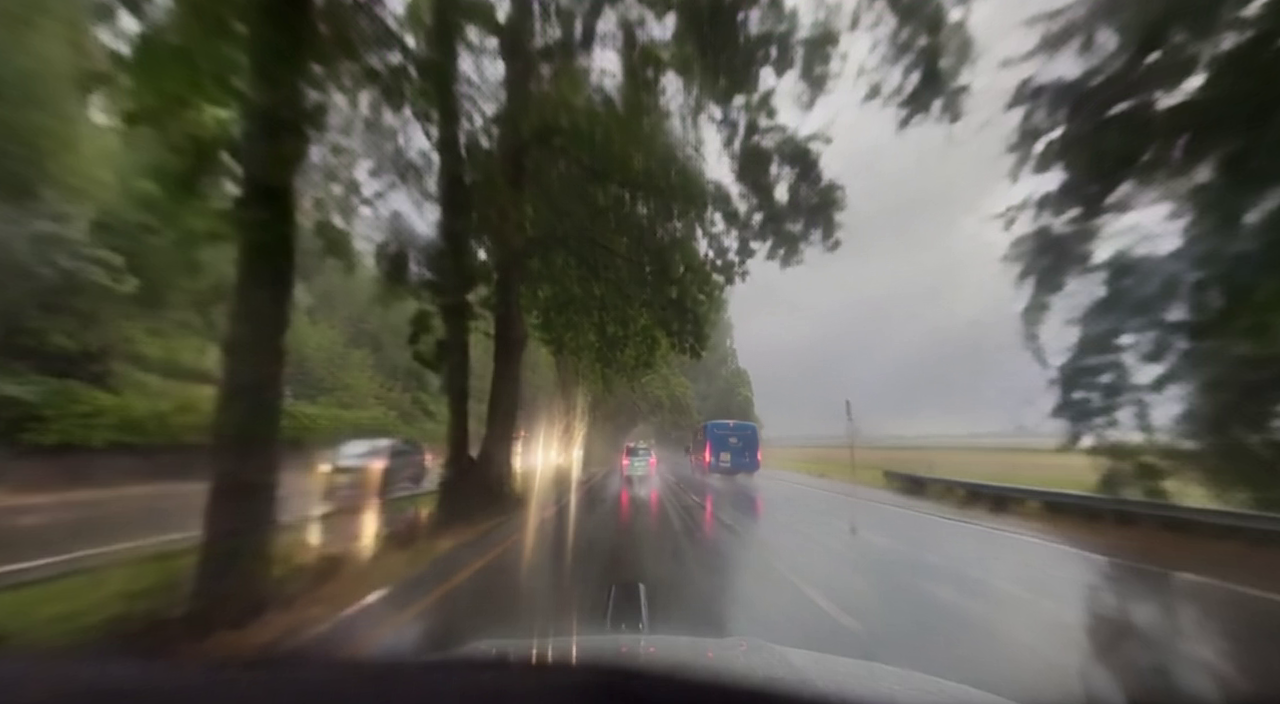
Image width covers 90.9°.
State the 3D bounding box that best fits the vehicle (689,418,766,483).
[{"bbox_3d":[3.838,4.518,28.987,2.513,2.633,5.930,0,-9,-1],"label":"vehicle"}]

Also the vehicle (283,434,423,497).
[{"bbox_3d":[-7.858,3.141,17.782,1.899,1.539,4.250,-1,-9,1],"label":"vehicle"}]

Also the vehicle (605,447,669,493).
[{"bbox_3d":[-0.104,4.071,22.077,2.037,1.417,3.885,0,-9,-1],"label":"vehicle"}]
